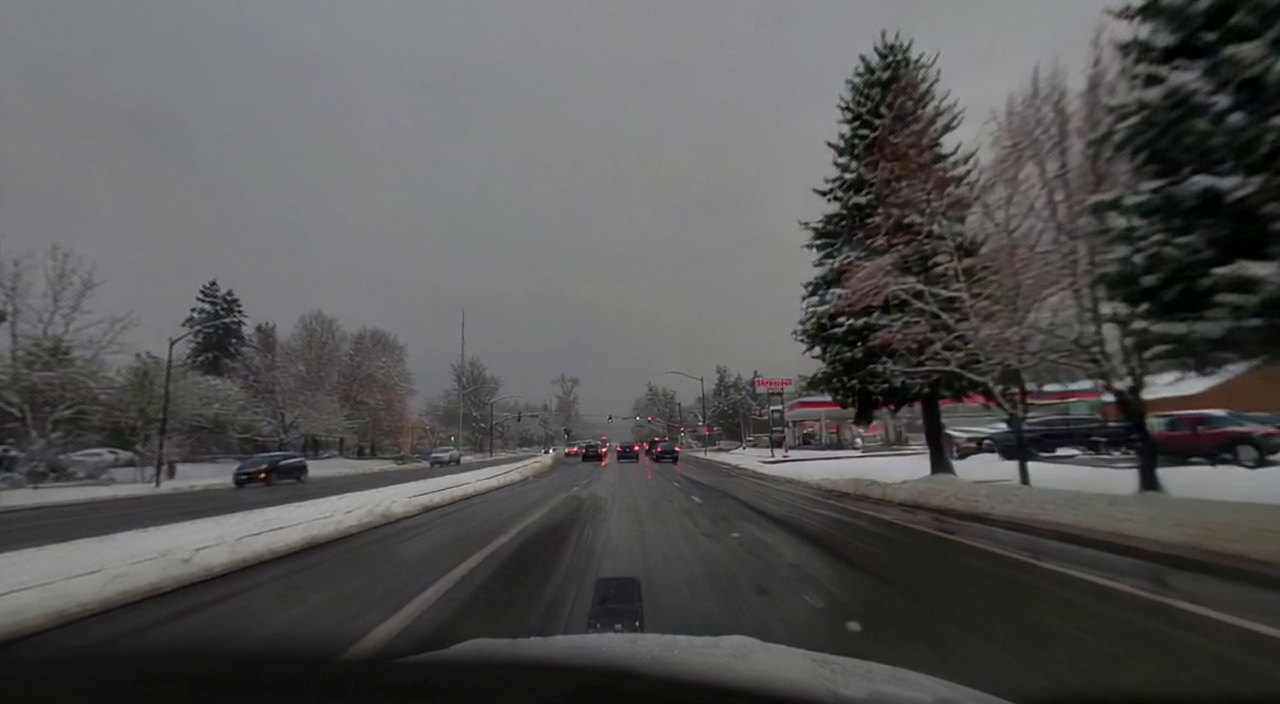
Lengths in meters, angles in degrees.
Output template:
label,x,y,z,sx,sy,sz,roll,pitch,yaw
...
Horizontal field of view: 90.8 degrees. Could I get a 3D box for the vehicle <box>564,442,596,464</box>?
label,x,y,z,sx,sy,sz,roll,pitch,yaw
vehicle,-4.597,7.775,48.762,2.040,1.661,4.573,0,-8,0

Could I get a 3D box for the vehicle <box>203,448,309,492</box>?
label,x,y,z,sx,sy,sz,roll,pitch,yaw
vehicle,-18.276,5.605,30.436,2.129,1.797,4.866,-4,-8,0
